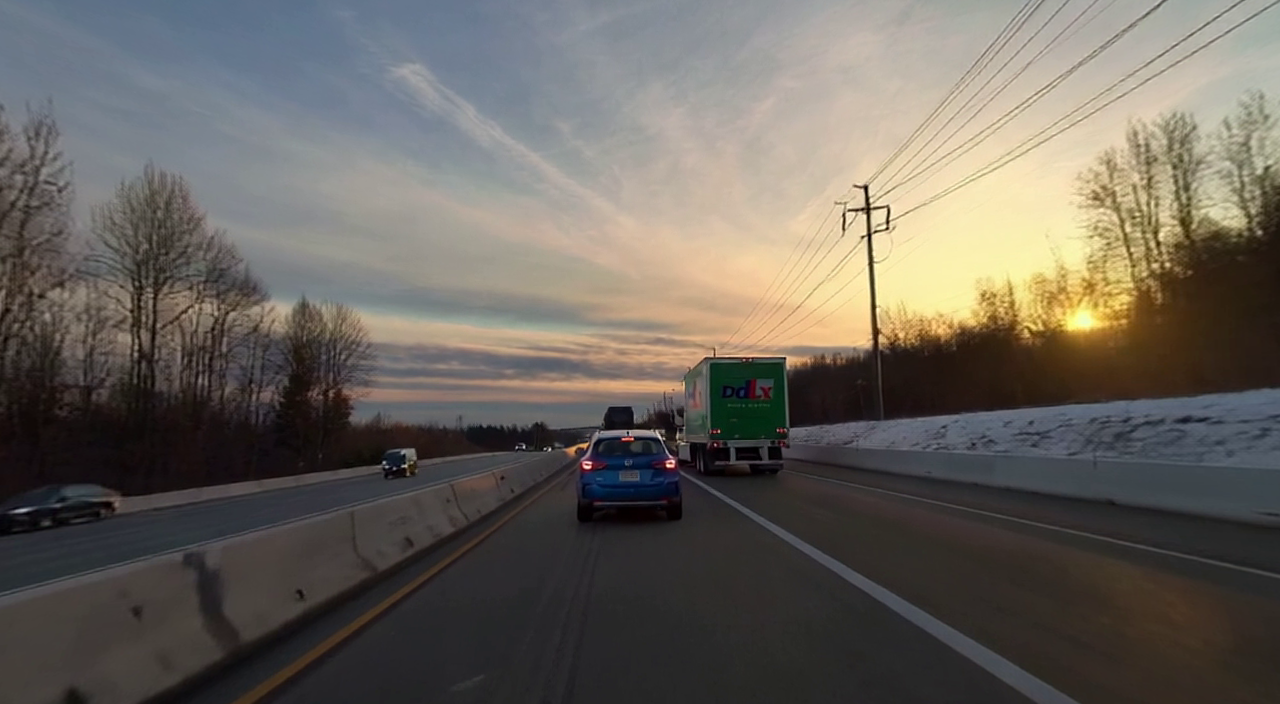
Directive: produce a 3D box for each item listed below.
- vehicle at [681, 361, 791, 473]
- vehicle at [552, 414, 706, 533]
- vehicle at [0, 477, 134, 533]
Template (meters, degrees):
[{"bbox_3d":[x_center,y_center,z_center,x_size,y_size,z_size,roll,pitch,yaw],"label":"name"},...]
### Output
[{"bbox_3d":[3.600,2.827,26.217,2.835,3.872,8.916,0,-8,-2],"label":"vehicle"},{"bbox_3d":[-0.185,1.903,10.455,2.062,1.581,3.914,0,-8,-1],"label":"vehicle"},{"bbox_3d":[-19.655,5.106,21.351,1.794,1.463,3.891,0,-8,-4],"label":"vehicle"}]
